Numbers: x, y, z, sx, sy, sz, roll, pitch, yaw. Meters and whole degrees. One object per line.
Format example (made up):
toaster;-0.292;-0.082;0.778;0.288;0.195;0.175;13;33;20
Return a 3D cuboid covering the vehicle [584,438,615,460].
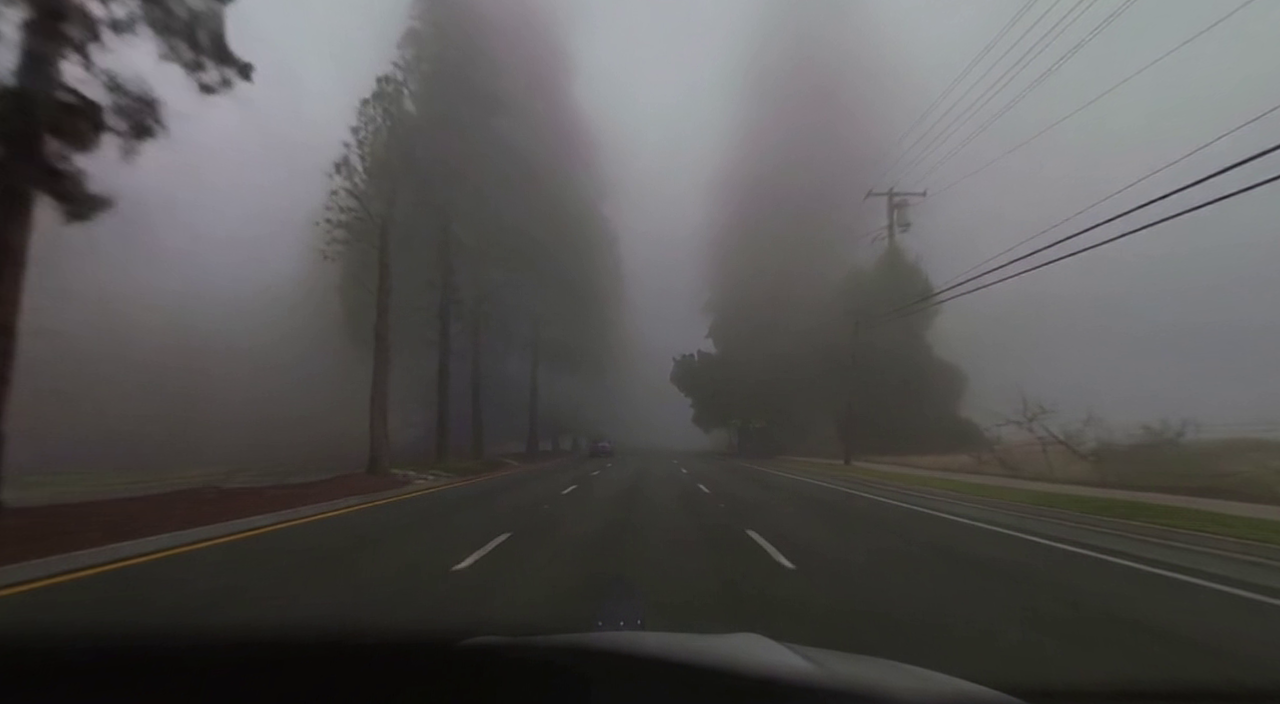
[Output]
vehicle;-2.972;7.174;46.847;2.007;1.514;4.049;0;-8;1
